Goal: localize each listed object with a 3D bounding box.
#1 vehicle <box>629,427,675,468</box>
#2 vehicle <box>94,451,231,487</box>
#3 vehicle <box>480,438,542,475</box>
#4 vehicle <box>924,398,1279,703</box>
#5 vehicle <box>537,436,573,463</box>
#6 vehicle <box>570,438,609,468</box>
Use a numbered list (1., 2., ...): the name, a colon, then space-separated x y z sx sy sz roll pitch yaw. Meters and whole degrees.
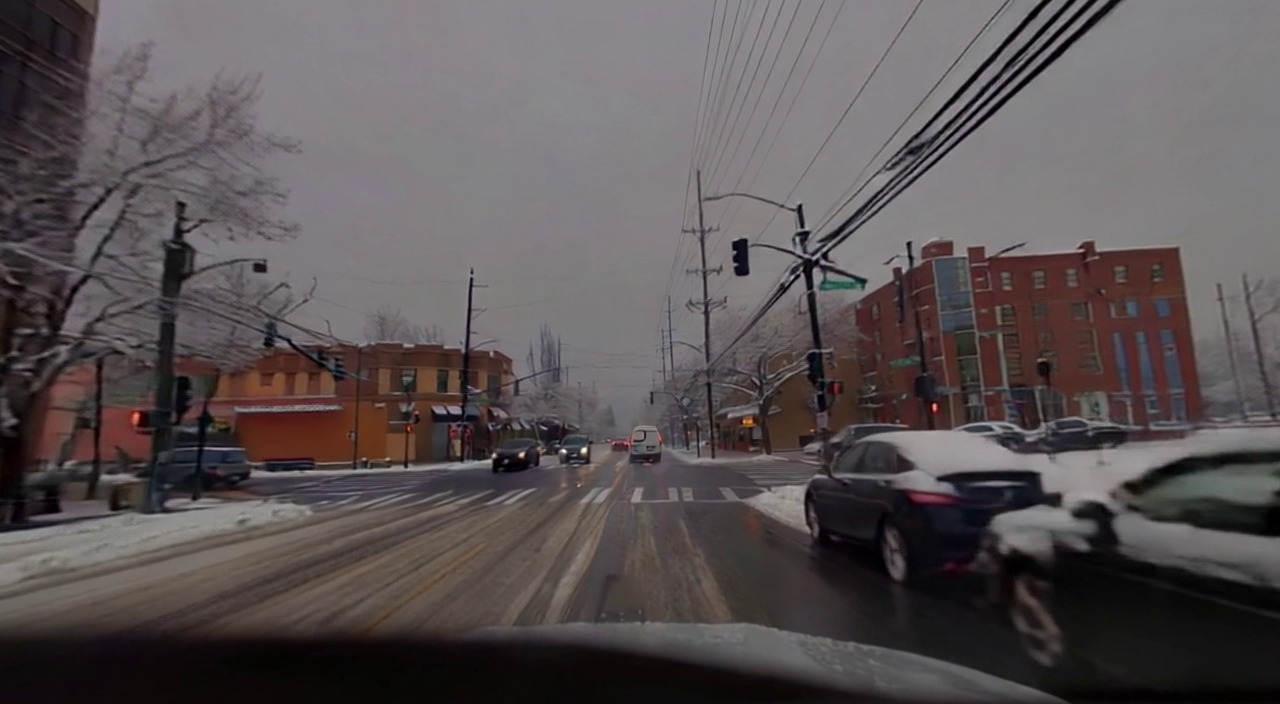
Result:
1. vehicle: 0.601 4.821 32.027 2.127 1.893 4.194 0 -8 1
2. vehicle: -20.967 5.130 27.882 4.477 1.439 1.966 0 -8 1
3. vehicle: -6.014 4.895 30.016 2.089 1.578 4.571 0 -8 -1
4. vehicle: 3.357 0.996 2.783 1.897 1.522 5.028 0 -8 0
5. vehicle: -6.546 7.562 49.035 2.090 1.975 4.657 0 -8 1
6. vehicle: -2.905 5.822 36.886 2.026 1.616 4.109 1 -8 -1
